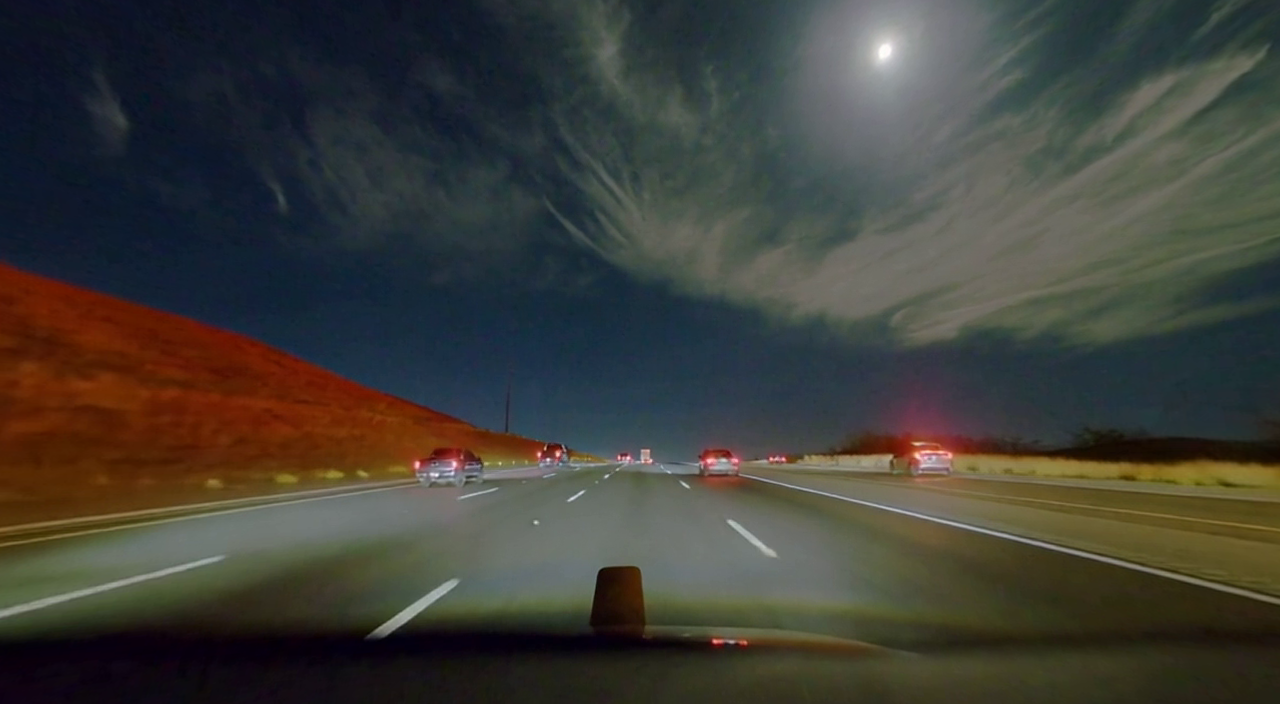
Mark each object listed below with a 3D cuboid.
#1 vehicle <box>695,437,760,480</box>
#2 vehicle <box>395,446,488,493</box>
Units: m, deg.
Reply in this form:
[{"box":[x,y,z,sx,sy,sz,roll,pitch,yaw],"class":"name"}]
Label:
[{"box":[3.861,4.814,28.692,2.231,1.789,4.700,0,-9,-1],"class":"vehicle"},{"box":[-7.244,4.306,23.570,1.935,1.550,4.883,0,-9,0],"class":"vehicle"}]
